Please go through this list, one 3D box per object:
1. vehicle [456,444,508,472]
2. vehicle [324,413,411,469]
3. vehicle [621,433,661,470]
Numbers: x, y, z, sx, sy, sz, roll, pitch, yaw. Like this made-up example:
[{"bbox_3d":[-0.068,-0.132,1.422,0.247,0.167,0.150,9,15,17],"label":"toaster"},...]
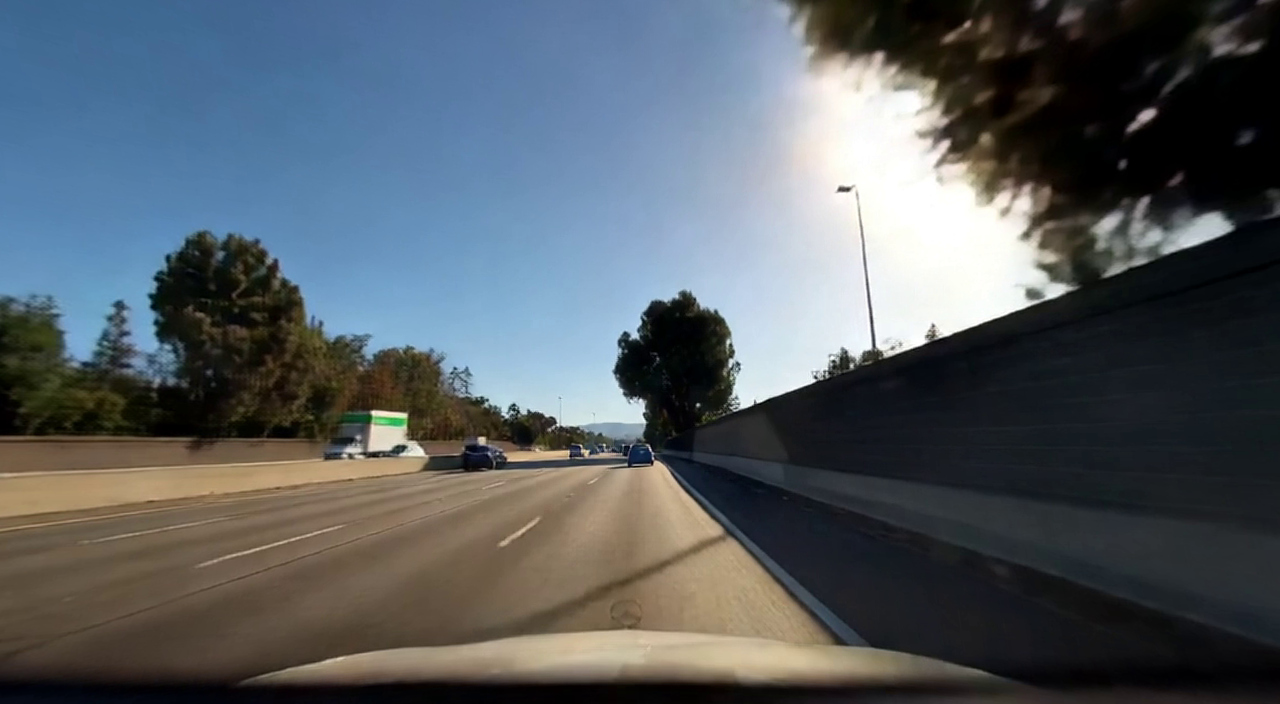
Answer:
[{"bbox_3d":[-10.182,6.847,41.034,2.037,1.661,4.885,0,-8,1],"label":"vehicle"},{"bbox_3d":[-14.128,4.700,33.059,2.499,2.625,4.804,-1,-9,-2],"label":"vehicle"},{"bbox_3d":[0.071,6.169,39.348,2.318,2.145,4.561,0,-8,0],"label":"vehicle"}]
